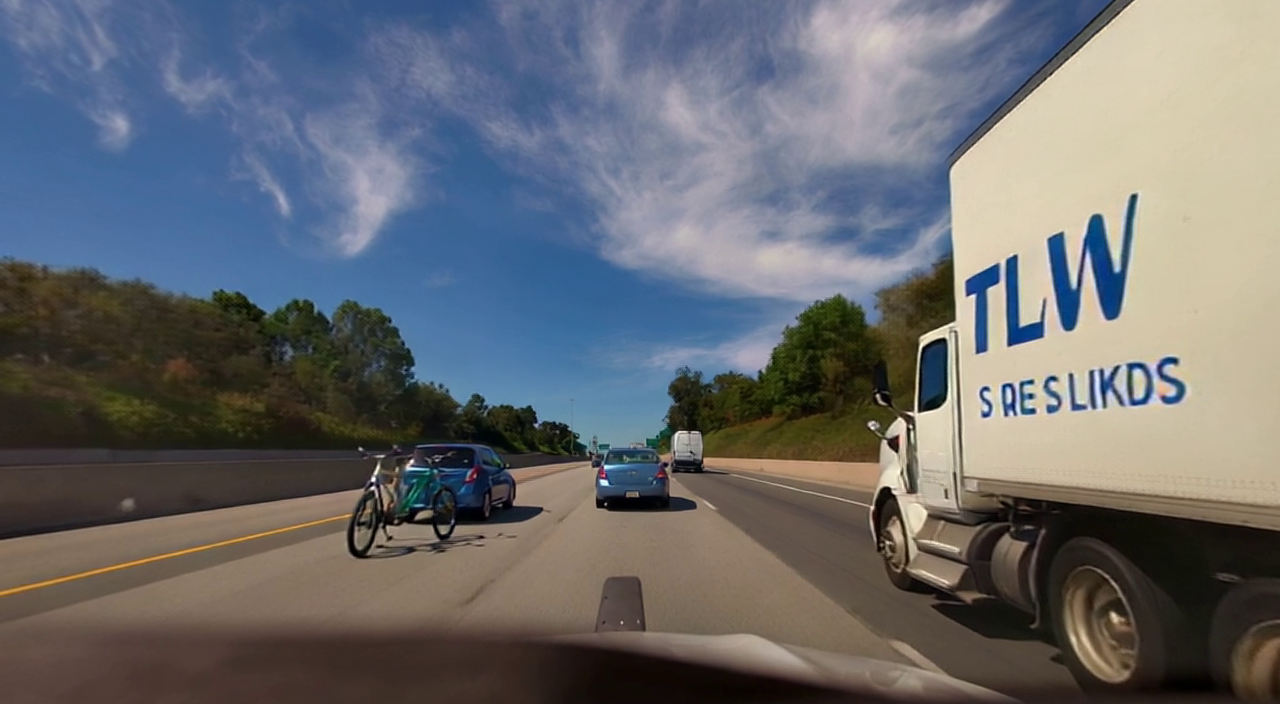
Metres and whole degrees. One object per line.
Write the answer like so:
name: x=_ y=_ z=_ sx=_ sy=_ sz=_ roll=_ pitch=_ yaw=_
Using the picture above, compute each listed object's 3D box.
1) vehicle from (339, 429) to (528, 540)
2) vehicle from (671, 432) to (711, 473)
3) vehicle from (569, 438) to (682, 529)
vehicle: x=-3.550 y=2.371 z=11.933 sx=1.985 sy=1.671 sz=4.604 roll=0 pitch=-9 yaw=0
vehicle: x=3.463 y=6.968 z=43.779 sx=2.234 sy=2.679 sz=5.372 roll=0 pitch=-9 yaw=-1
vehicle: x=-0.263 y=2.576 z=12.850 sx=1.973 sy=1.574 sz=3.426 roll=0 pitch=-9 yaw=0
